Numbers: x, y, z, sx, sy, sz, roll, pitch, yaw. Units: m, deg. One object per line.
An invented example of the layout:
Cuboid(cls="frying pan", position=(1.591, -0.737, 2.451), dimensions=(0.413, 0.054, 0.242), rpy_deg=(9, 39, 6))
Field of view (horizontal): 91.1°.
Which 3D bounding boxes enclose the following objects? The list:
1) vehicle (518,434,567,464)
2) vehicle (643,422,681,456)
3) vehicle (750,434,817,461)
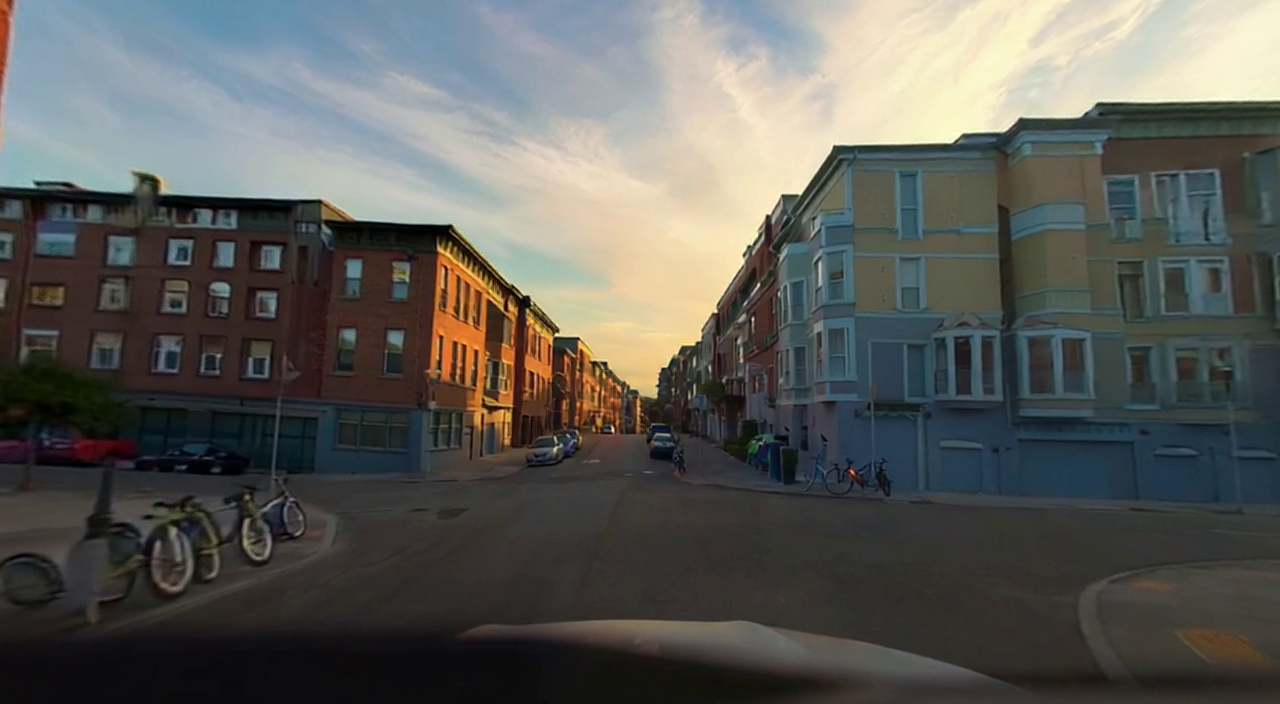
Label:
Cuboid(cls="vehicle", position=(-4.839, 4.864, 31.690), dimensions=(1.897, 1.431, 3.741), rpy_deg=(0, -8, 0))
Cuboid(cls="vehicle", position=(1.359, 5.646, 40.894), dimensions=(2.072, 2.074, 4.358), rpy_deg=(1, -8, -3))
Cuboid(cls="vehicle", position=(8.150, 5.450, 35.885), dimensions=(3.404, 1.431, 1.641), rpy_deg=(1, -8, -1))
